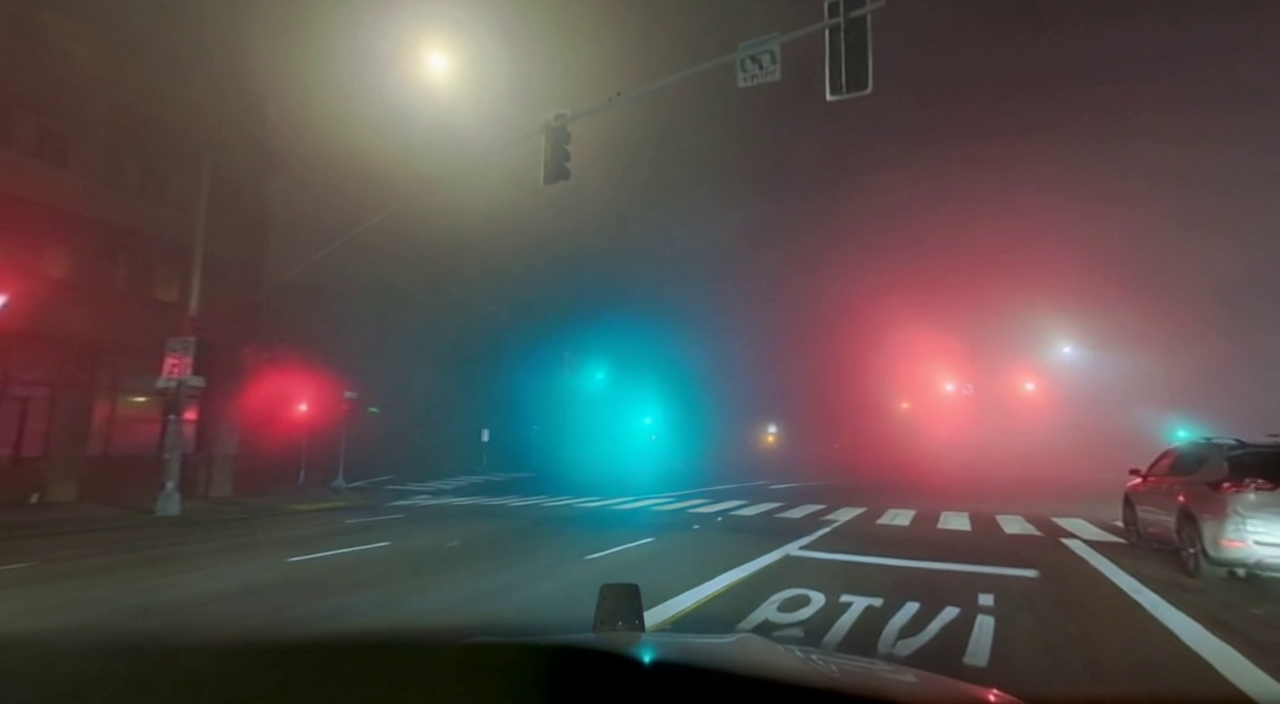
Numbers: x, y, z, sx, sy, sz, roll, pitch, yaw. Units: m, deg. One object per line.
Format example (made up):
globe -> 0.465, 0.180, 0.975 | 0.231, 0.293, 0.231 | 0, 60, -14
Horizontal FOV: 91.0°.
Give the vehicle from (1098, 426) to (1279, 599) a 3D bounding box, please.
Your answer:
vehicle -> 7.350, 1.779, 7.707 | 2.067, 1.625, 4.073 | -4, -9, 26
